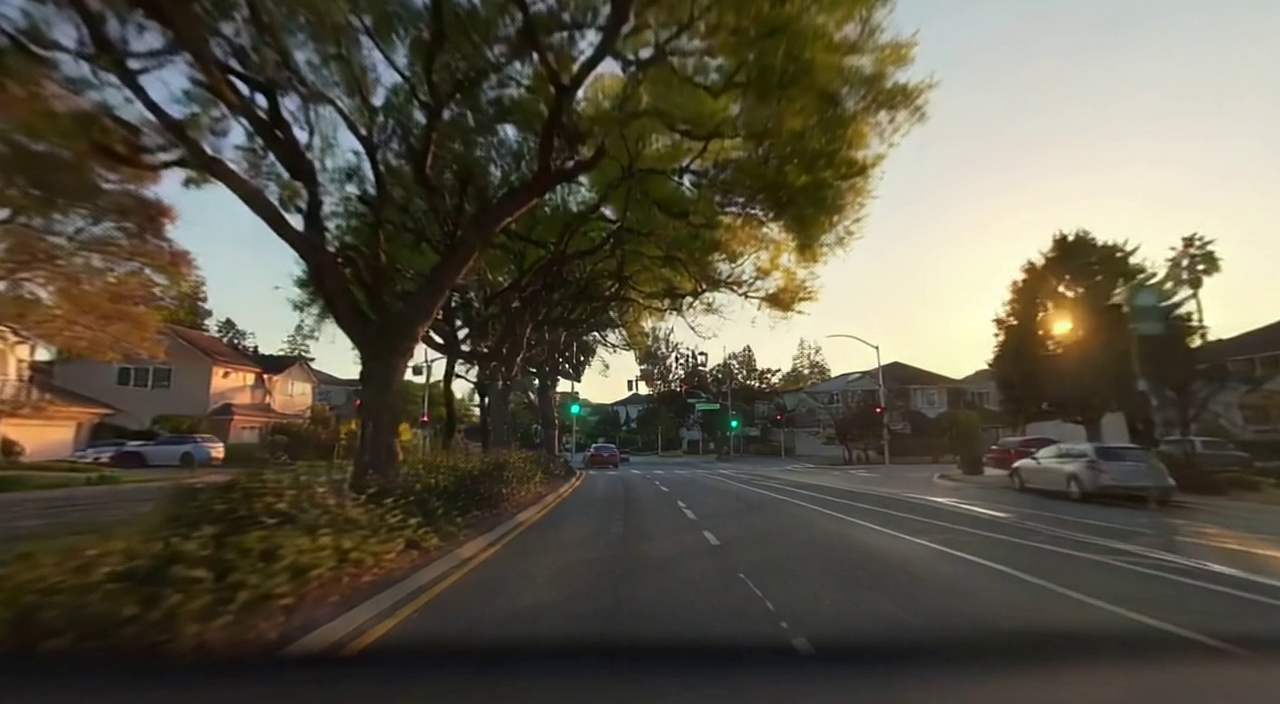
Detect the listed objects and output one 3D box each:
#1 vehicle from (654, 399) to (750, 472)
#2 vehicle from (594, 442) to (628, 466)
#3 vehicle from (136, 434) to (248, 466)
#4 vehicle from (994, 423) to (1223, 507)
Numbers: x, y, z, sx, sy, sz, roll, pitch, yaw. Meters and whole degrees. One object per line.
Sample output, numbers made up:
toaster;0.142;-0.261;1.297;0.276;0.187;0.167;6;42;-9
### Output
vehicle;2.965;4.732;34.984;3.037;3.261;12.926;1;-9;-5
vehicle;-1.960;6.719;41.692;2.113;1.462;4.203;1;-9;-4
vehicle;-23.950;5.270;33.849;4.348;1.653;1.948;2;-9;-11
vehicle;11.515;2.808;16.120;2.145;1.795;4.992;0;-9;2
